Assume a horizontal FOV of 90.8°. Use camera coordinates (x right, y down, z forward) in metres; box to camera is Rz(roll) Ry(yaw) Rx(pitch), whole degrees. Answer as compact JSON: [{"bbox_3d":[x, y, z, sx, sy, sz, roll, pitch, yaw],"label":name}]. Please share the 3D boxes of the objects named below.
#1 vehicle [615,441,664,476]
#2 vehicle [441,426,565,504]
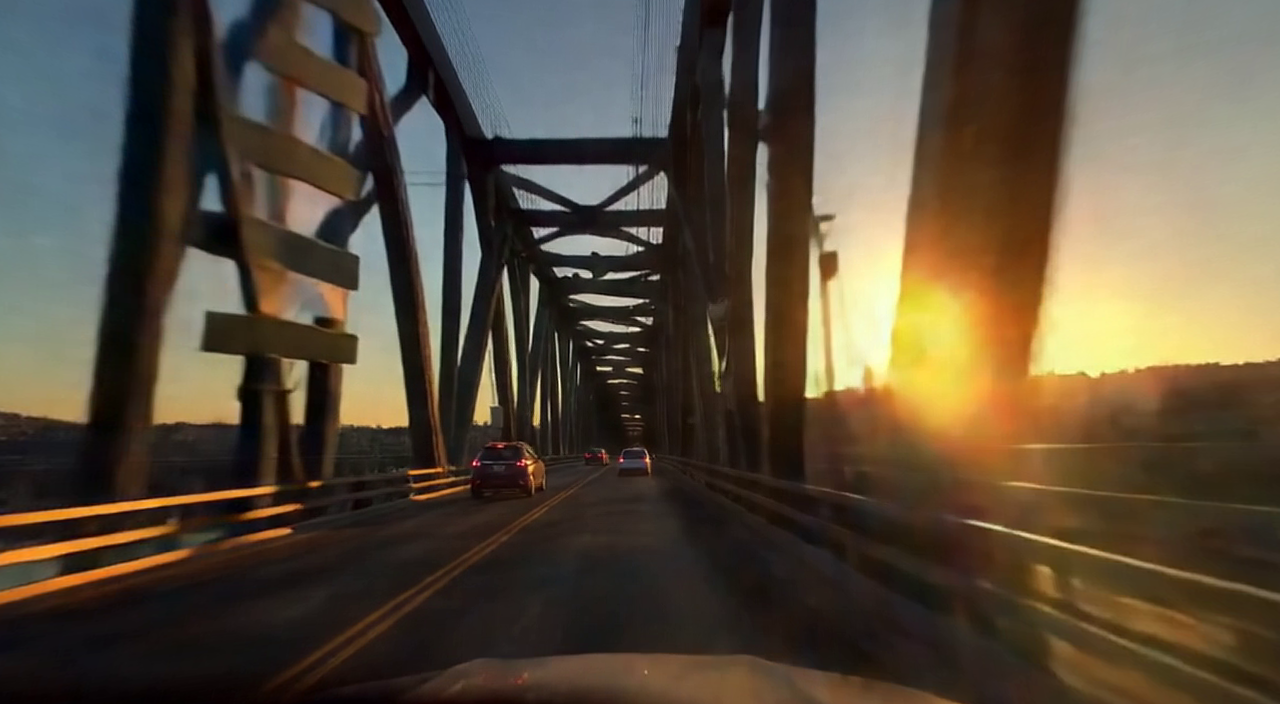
[{"bbox_3d":[-0.041,4.797,28.642,2.048,1.450,3.973,0,-8,-1],"label":"vehicle"},{"bbox_3d":[-3.495,2.993,17.203,2.190,1.807,4.741,0,-9,1],"label":"vehicle"}]
